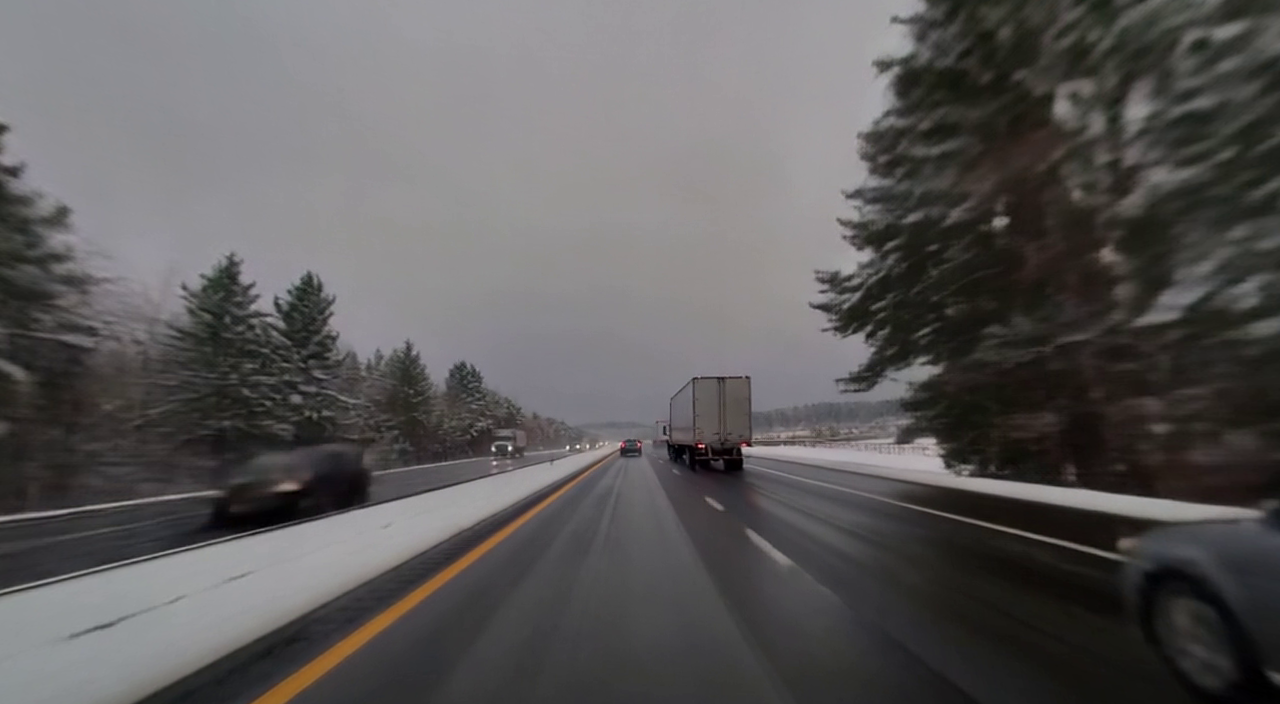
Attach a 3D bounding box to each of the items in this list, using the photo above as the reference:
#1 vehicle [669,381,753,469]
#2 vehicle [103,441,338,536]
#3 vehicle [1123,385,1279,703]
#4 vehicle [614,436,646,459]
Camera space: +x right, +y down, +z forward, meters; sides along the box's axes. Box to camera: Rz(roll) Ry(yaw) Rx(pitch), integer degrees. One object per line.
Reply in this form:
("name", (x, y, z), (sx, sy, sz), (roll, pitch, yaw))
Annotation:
("vehicle", (3.552, 4.223, 35.524), (2.919, 4.004, 13.911), (0, -8, -1))
("vehicle", (-7.941, 2.554, 12.493), (1.862, 1.525, 4.059), (0, -8, 0))
("vehicle", (3.835, 0.733, 1.383), (2.072, 1.534, 4.300), (0, -8, -1))
("vehicle", (-0.746, 6.933, 45.946), (2.192, 1.623, 4.887), (0, -8, -1))
